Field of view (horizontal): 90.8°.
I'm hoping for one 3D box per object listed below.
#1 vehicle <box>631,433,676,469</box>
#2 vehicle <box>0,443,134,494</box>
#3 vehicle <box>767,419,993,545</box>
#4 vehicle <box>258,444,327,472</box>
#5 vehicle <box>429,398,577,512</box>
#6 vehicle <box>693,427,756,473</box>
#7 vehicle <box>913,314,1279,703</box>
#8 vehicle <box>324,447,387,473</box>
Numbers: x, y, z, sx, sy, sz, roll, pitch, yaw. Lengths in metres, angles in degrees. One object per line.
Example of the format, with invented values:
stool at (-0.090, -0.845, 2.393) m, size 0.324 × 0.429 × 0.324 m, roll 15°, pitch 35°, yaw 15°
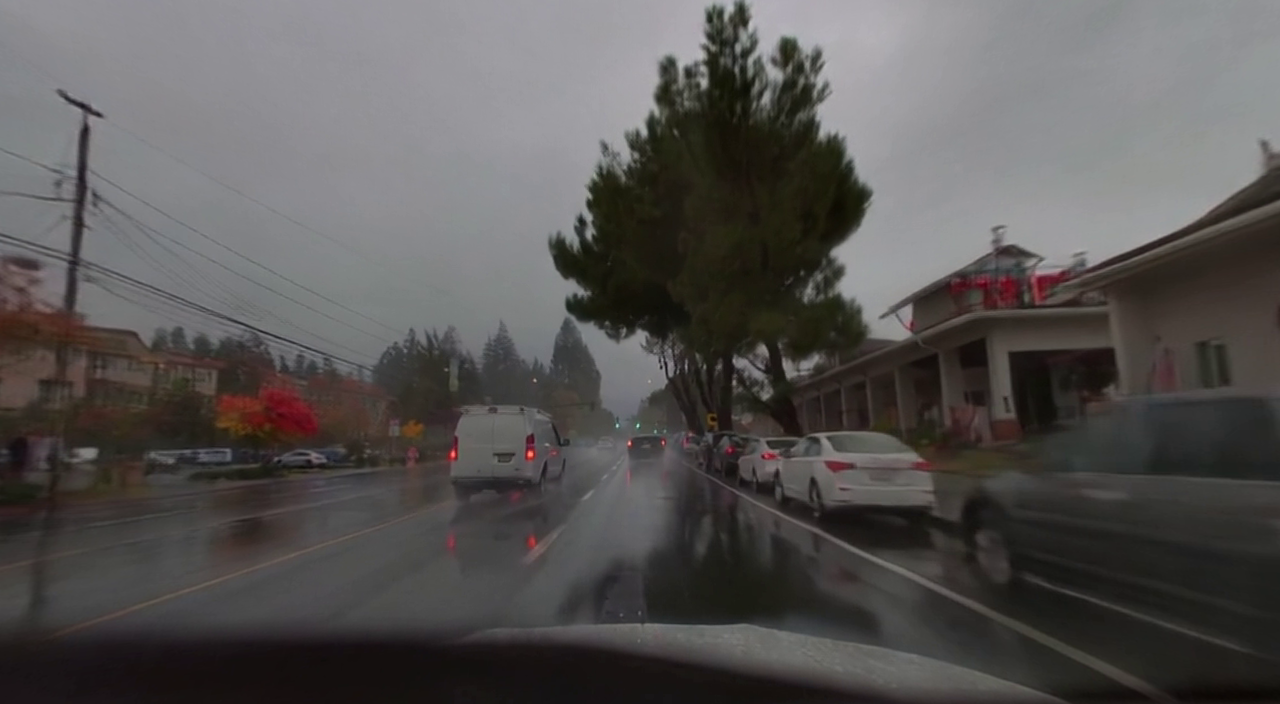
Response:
vehicle at (0.614, 4.929, 31.583) m, size 2.126 × 1.657 × 4.132 m, roll 0°, pitch -8°, yaw 0°
vehicle at (-23.915, 4.690, 25.679) m, size 4.791 × 1.928 × 2.144 m, roll 0°, pitch -8°, yaw 0°
vehicle at (3.586, 2.017, 10.501) m, size 1.931 × 1.625 × 4.409 m, roll 0°, pitch -8°, yaw -1°
vehicle at (-24.913, 7.584, 45.531) m, size 2.095 × 1.862 × 5.261 m, roll 0°, pitch -8°, yaw -2°
vehicle at (-2.835, 2.310, 14.493) m, size 2.213 × 2.123 × 5.124 m, roll 0°, pitch -8°, yaw 0°
vehicle at (3.711, 4.405, 28.541) m, size 2.090 × 1.861 × 4.805 m, roll 0°, pitch -8°, yaw -1°
vehicle at (3.848, 0.864, 3.319) m, size 2.081 × 1.888 × 5.986 m, roll 0°, pitch -8°, yaw -1°
vehicle at (-19.595, 7.448, 43.781) m, size 1.911 × 1.638 × 5.028 m, roll 0°, pitch -8°, yaw 1°
